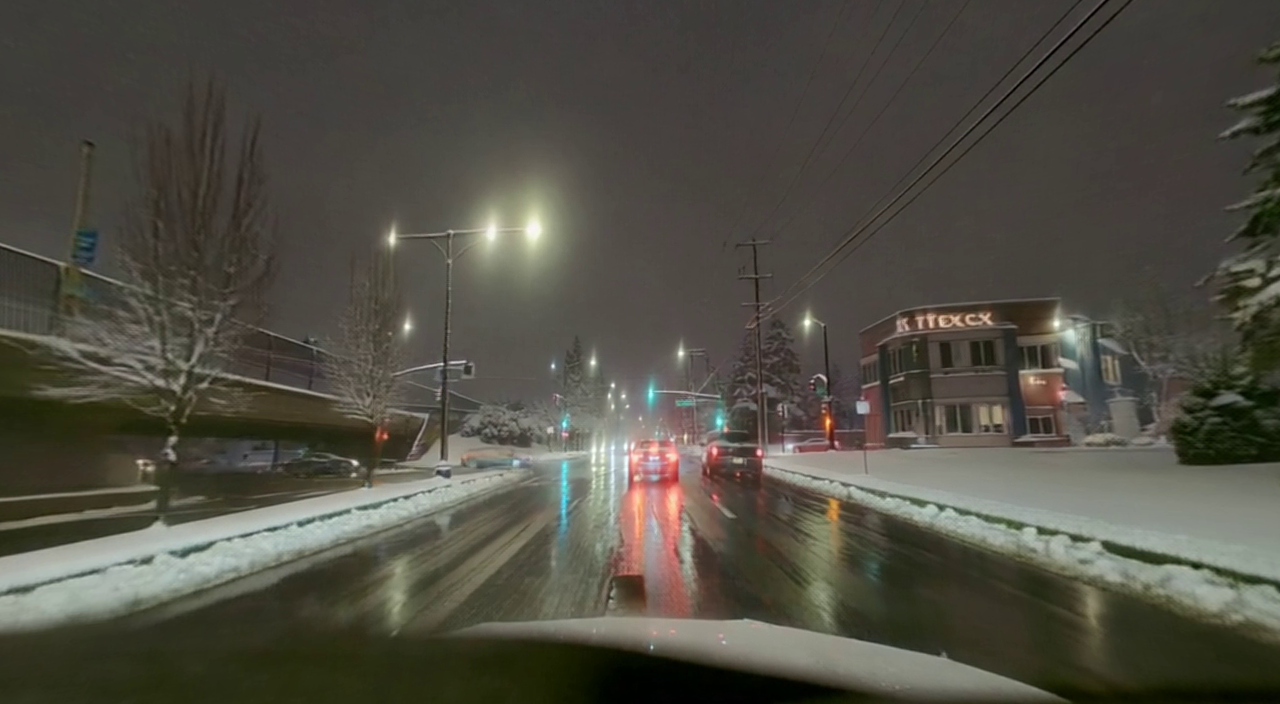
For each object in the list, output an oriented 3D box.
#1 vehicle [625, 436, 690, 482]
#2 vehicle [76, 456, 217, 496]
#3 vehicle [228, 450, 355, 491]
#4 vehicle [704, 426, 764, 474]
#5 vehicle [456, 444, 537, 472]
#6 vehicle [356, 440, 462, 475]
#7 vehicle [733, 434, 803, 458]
[{"bbox_3d":[0.573,3.788,22.653,2.101,1.467,4.210,0,-8,0],"label":"vehicle"},{"bbox_3d":[-21.021,5.239,27.053,1.873,1.462,4.283,-5,-10,30],"label":"vehicle"},{"bbox_3d":[-15.413,5.207,28.146,1.832,1.611,4.546,-6,-10,32],"label":"vehicle"},{"bbox_3d":[4.222,4.488,29.019,2.080,1.999,4.379,0,-8,0],"label":"vehicle"},{"bbox_3d":[-8.413,6.222,37.192,1.860,1.543,4.302,-8,-11,43],"label":"vehicle"},{"bbox_3d":[-13.725,6.282,37.845,2.322,1.916,5.640,-6,-10,32],"label":"vehicle"},{"bbox_3d":[9.532,7.014,47.163,4.698,1.736,1.945,2,-9,-14],"label":"vehicle"}]
